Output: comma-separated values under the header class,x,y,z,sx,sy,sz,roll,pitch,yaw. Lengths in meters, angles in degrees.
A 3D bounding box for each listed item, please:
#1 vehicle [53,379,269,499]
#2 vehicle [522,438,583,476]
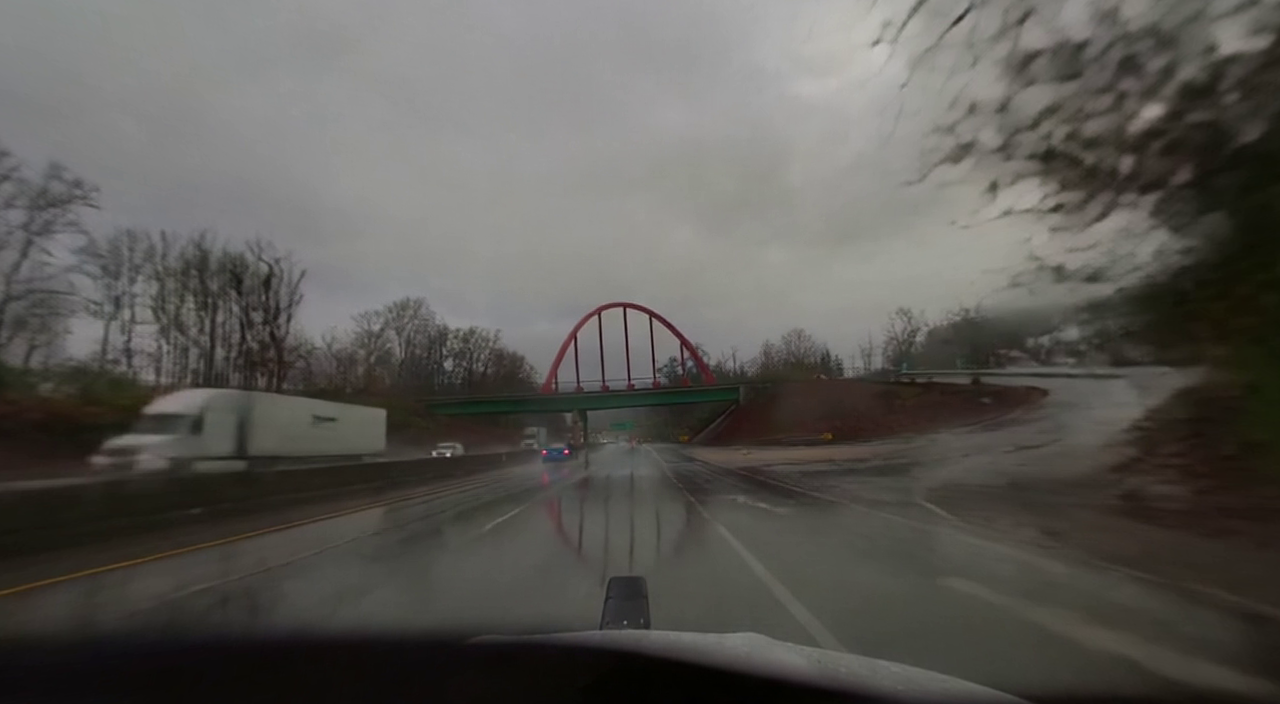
class,x,y,z,sx,sy,sz,roll,pitch,yaw
vehicle,-18.152,3.391,24.524,3.207,4.027,6.228,0,-8,1
vehicle,-3.814,4.671,28.157,2.052,1.556,4.405,0,-8,1
